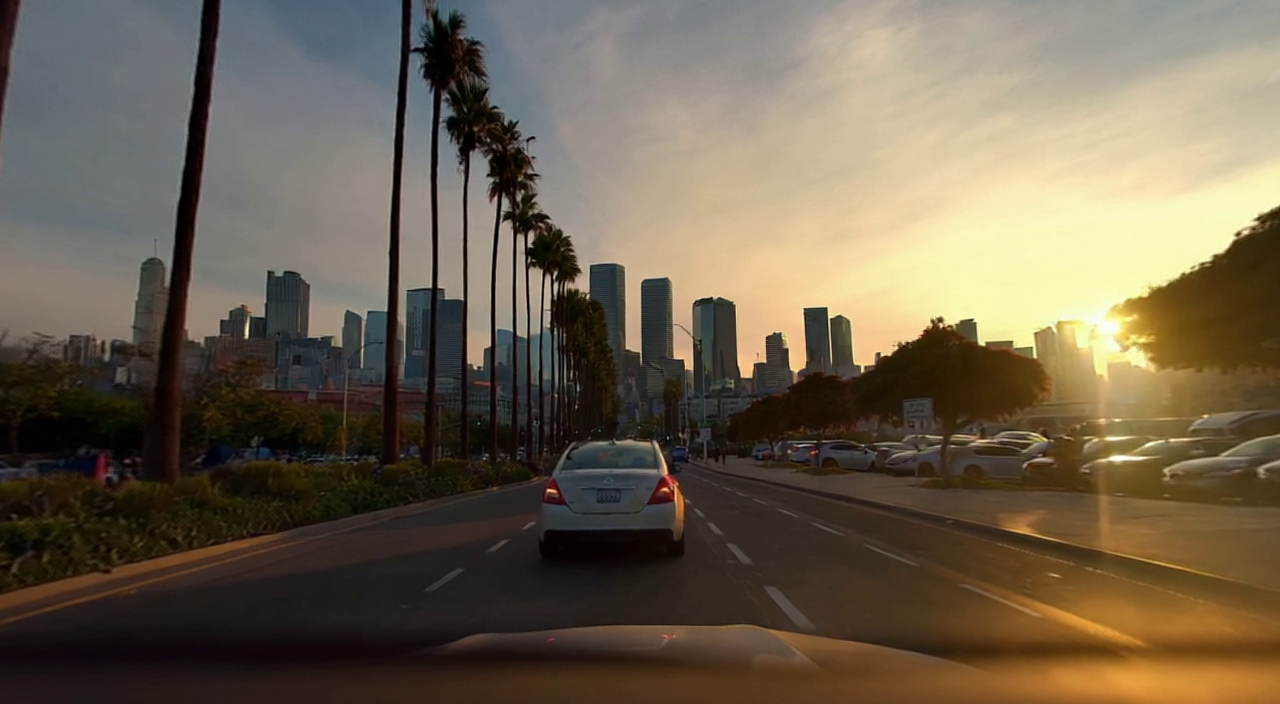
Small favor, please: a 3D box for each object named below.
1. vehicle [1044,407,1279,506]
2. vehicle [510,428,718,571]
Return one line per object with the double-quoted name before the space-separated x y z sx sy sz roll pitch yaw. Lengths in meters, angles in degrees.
"vehicle" 12.897 2.362 14.535 5.301 1.962 2.431 -3 -8 4
"vehicle" -0.272 1.881 8.781 2.235 1.528 3.876 0 -8 0
